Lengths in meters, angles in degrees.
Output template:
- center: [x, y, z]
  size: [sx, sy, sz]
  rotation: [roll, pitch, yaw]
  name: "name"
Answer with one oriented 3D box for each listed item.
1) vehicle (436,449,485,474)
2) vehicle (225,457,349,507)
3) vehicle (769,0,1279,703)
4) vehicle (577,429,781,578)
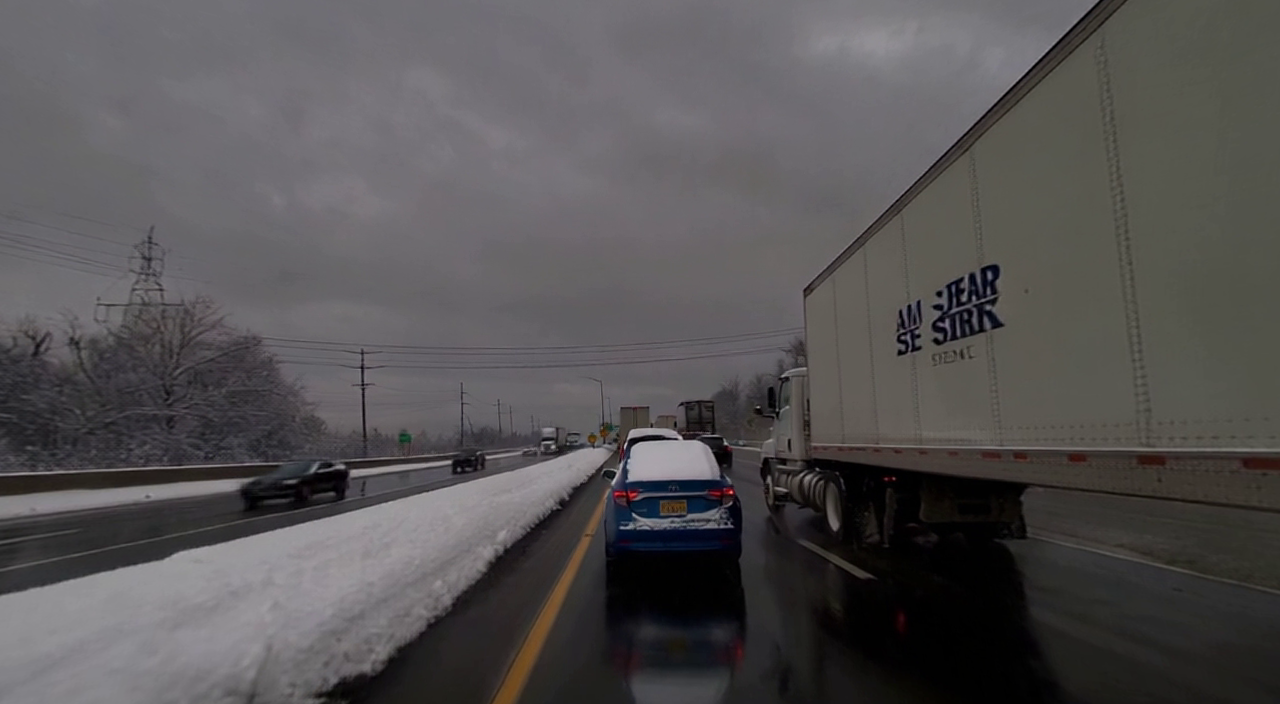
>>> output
- center: [-11.941, 7.308, 42.218]
  size: [1.914, 1.478, 4.597]
  rotation: [-1, -8, 1]
  name: "vehicle"
- center: [-12.231, 4.503, 22.220]
  size: [1.853, 1.445, 4.478]
  rotation: [0, -8, -1]
  name: "vehicle"
- center: [4.115, -0.079, 4.210]
  size: [3.138, 4.065, 14.276]
  rotation: [0, -8, -1]
  name: "vehicle"
- center: [0.331, 1.778, 8.172]
  size: [2.045, 1.446, 3.597]
  rotation: [0, -8, -2]
  name: "vehicle"
